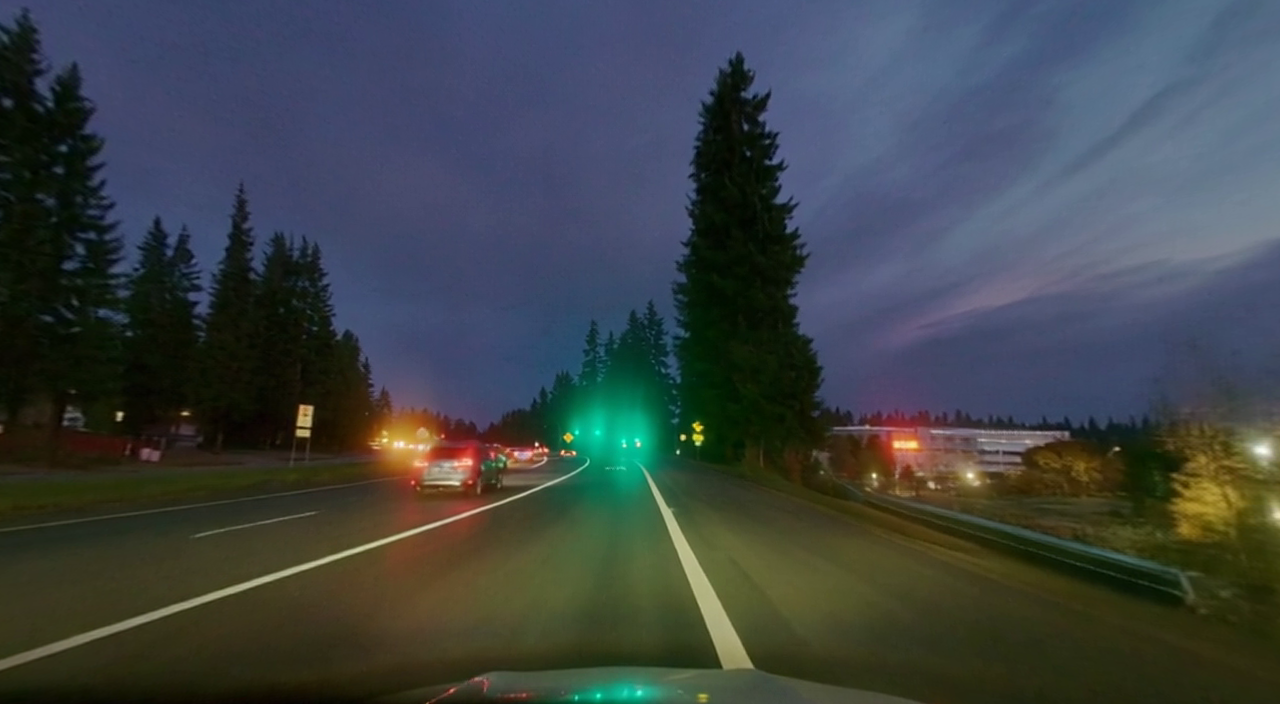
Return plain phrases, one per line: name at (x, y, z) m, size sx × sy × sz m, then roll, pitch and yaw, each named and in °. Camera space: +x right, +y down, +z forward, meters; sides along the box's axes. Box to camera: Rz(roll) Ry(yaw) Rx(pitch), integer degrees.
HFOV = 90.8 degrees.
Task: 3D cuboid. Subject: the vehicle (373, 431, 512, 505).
vehicle at (-5.169, 3.096, 17.372) m, size 2.210 × 1.737 × 4.649 m, roll -1°, pitch -8°, yaw 2°
